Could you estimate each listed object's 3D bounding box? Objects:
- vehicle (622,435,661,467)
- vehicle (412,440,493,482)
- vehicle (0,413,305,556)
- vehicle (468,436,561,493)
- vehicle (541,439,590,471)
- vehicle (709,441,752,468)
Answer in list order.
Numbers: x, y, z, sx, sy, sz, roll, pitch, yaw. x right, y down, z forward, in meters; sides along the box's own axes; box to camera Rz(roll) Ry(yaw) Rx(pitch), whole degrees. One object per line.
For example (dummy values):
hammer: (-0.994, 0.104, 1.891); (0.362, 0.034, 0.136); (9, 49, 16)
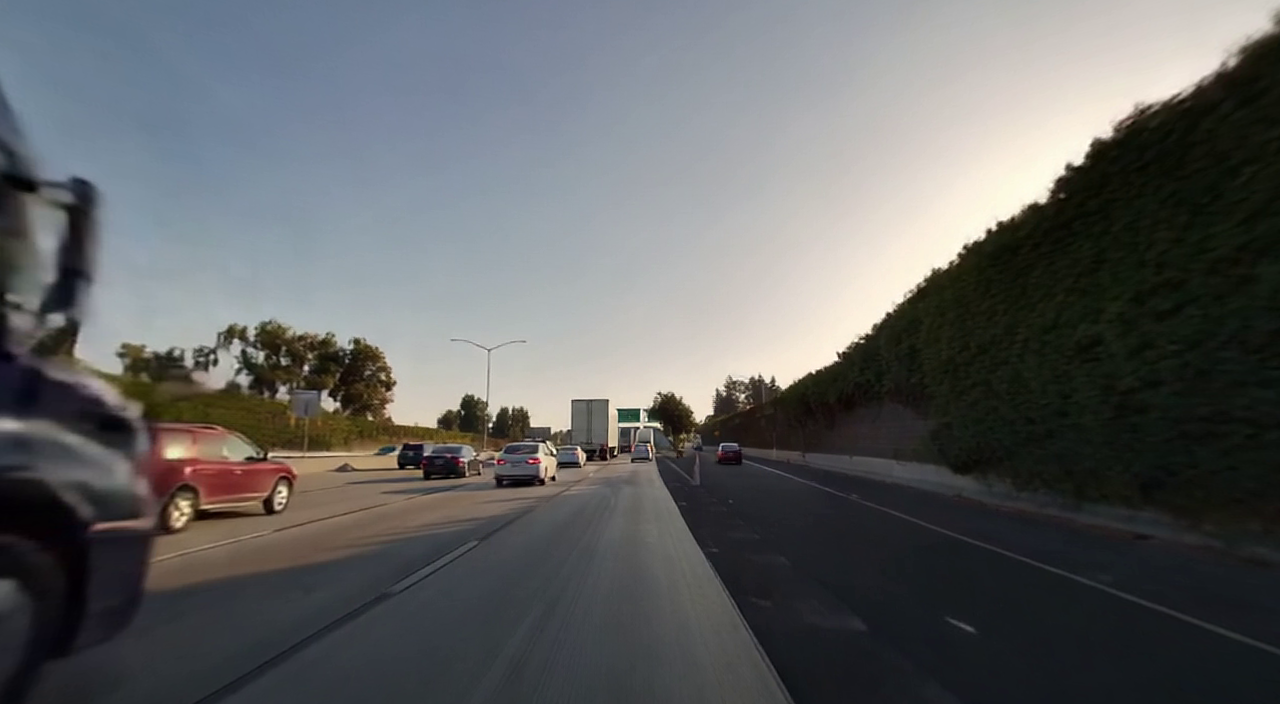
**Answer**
vehicle: (0.113, 6.213, 39.743); (2.325, 1.864, 4.128); (0, -8, 1)
vehicle: (-7.566, 4.416, 25.856); (1.967, 1.555, 4.161); (0, -8, 1)
vehicle: (-7.661, 1.989, 10.227); (2.011, 1.789, 4.352); (0, -8, 0)
vehicle: (-3.815, 3.494, 20.011); (1.866, 1.568, 4.603); (0, -8, 2)
vehicle: (-4.032, 5.621, 34.643); (2.124, 1.627, 3.863); (0, -8, 1)
vehicle: (5.303, 6.029, 37.392); (2.176, 1.493, 3.955); (0, -8, 3)
